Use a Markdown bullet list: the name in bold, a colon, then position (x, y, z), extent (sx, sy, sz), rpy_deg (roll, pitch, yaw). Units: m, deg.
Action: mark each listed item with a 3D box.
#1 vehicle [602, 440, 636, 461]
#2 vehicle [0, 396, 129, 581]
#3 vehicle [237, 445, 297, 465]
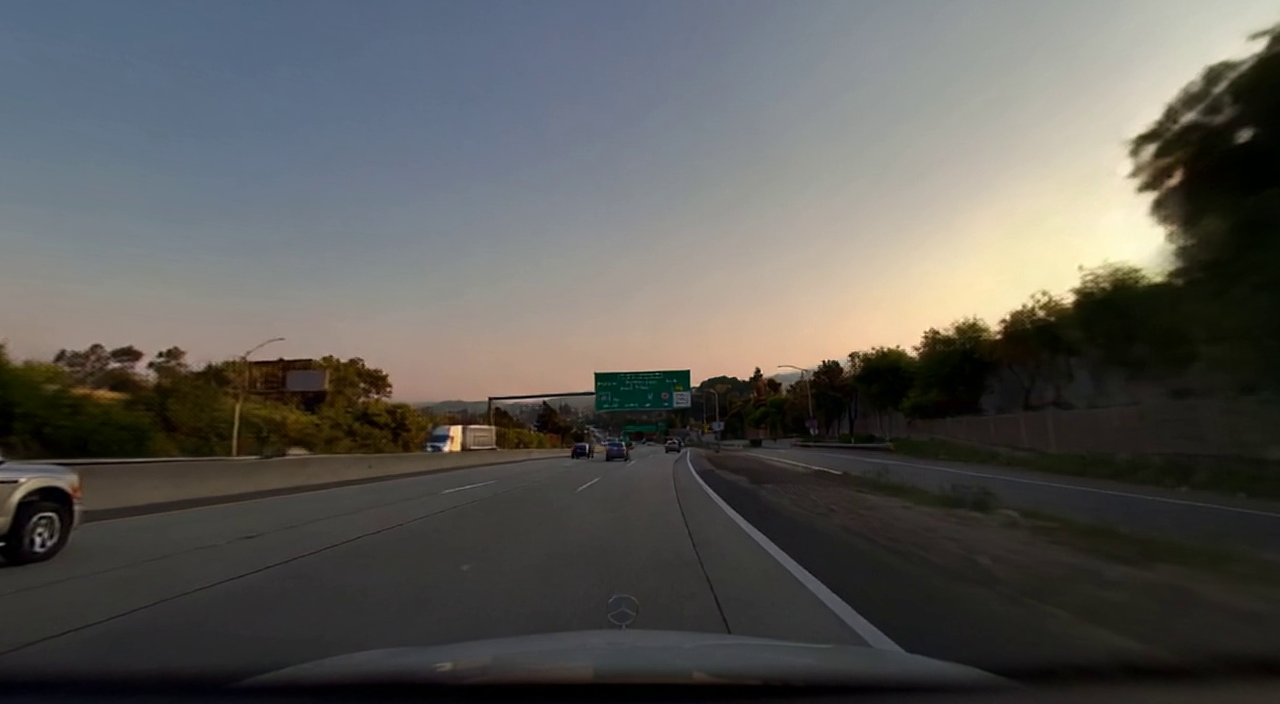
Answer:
- **vehicle**: position (-1.504, 7.295, 46.844), extent (2.112, 1.489, 4.266), rpy_deg (-1, -8, 4)
- **vehicle**: position (-6.661, 1.060, 4.514), extent (1.923, 1.630, 4.857), rpy_deg (0, -8, 0)
- **vehicle**: position (-28.548, 7.873, 48.418), extent (1.781, 1.462, 4.366), rpy_deg (-1, -8, 3)
